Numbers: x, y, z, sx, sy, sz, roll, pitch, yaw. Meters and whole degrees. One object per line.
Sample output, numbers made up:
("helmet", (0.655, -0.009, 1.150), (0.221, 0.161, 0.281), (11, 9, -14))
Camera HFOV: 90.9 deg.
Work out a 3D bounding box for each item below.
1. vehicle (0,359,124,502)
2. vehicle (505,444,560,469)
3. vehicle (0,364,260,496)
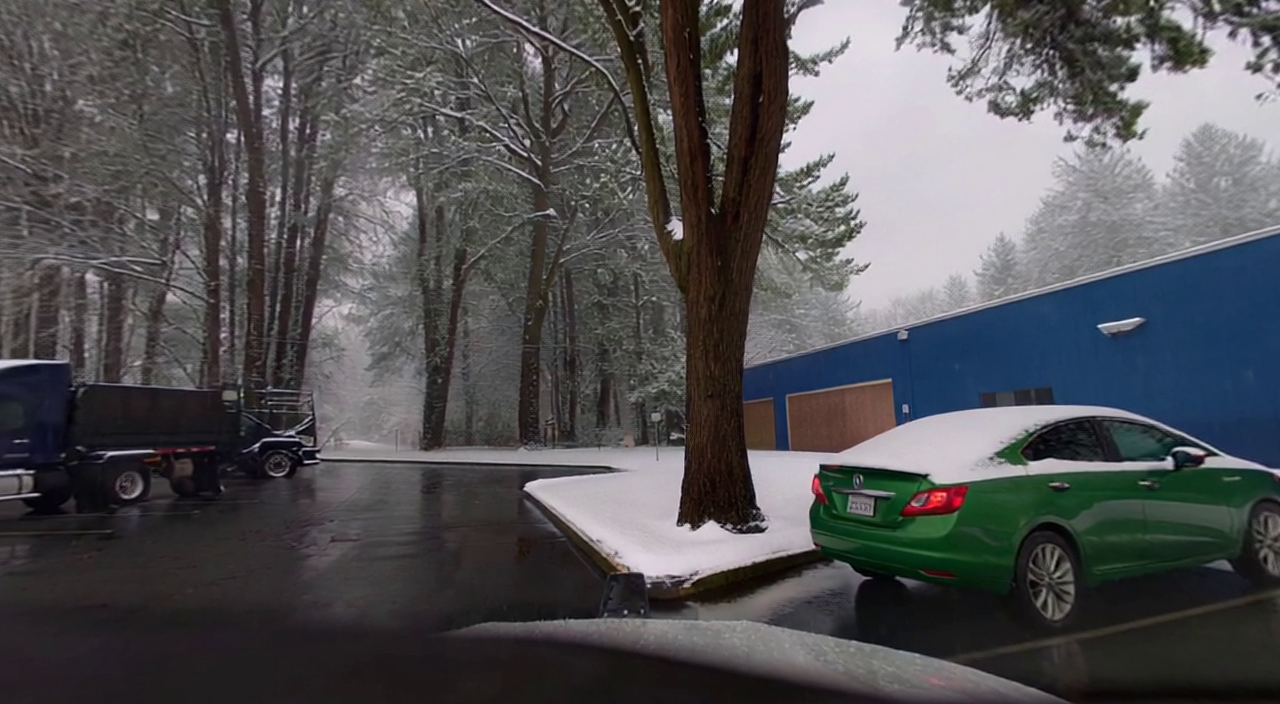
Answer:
("vehicle", (-21.974, 2.743, 21.011), (11.512, 3.871, 3.038), (-5, -10, 29))
("vehicle", (-6.801, 6.652, 40.156), (1.809, 1.506, 3.473), (-4, -10, 24))
("vehicle", (-19.507, 3.057, 23.711), (11.906, 4.069, 2.948), (-5, -10, 28))
